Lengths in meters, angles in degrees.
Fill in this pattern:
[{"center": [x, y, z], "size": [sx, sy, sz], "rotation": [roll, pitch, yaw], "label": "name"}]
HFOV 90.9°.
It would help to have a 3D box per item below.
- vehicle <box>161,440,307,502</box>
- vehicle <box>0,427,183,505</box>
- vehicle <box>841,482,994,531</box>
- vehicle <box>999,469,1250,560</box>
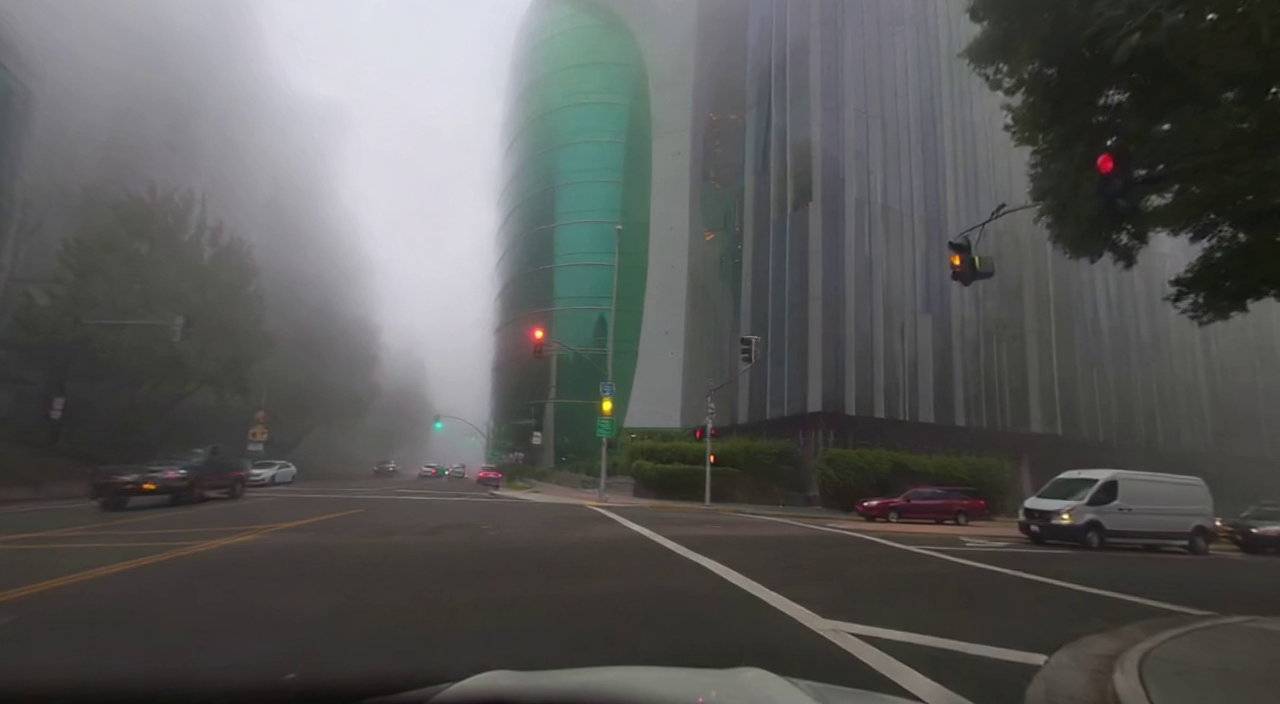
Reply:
[{"center": [-12.369, 3.690, 19.625], "size": [2.166, 1.686, 4.382], "rotation": [2, -11, -10], "label": "vehicle"}, {"center": [-14.951, 3.141, 17.355], "size": [2.040, 1.852, 4.274], "rotation": [2, -11, -10], "label": "vehicle"}, {"center": [9.387, 5.219, 21.441], "size": [4.470, 1.472, 1.868], "rotation": [3, -11, -14], "label": "vehicle"}, {"center": [12.292, 4.070, 16.120], "size": [5.252, 2.013, 2.104], "rotation": [3, -13, -15], "label": "vehicle"}]
